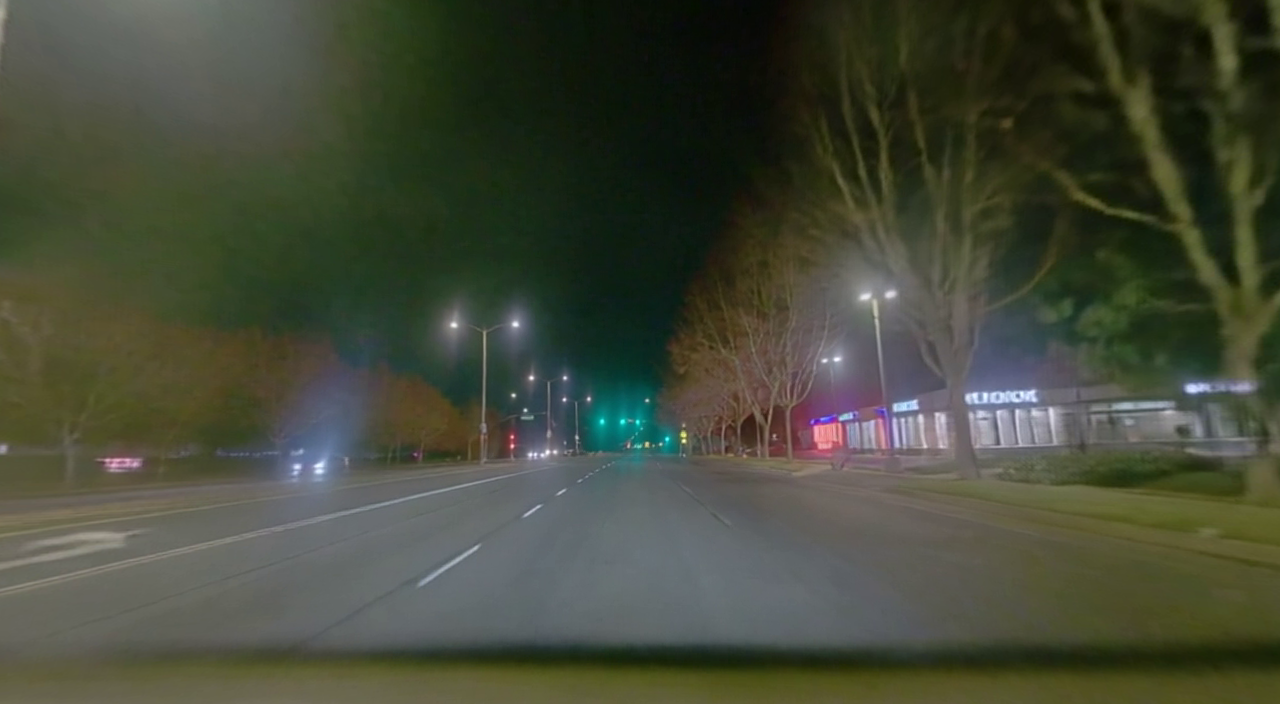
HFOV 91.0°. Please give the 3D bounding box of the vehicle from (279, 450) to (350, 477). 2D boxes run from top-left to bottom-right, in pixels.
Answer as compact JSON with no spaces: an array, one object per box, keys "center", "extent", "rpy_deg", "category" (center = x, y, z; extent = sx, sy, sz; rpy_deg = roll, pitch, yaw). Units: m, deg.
[{"center":[-19.949,6.830,38.845],"extent":[1.884,1.479,4.740],"rpy_deg":[0,-8,0],"category":"vehicle"}]
